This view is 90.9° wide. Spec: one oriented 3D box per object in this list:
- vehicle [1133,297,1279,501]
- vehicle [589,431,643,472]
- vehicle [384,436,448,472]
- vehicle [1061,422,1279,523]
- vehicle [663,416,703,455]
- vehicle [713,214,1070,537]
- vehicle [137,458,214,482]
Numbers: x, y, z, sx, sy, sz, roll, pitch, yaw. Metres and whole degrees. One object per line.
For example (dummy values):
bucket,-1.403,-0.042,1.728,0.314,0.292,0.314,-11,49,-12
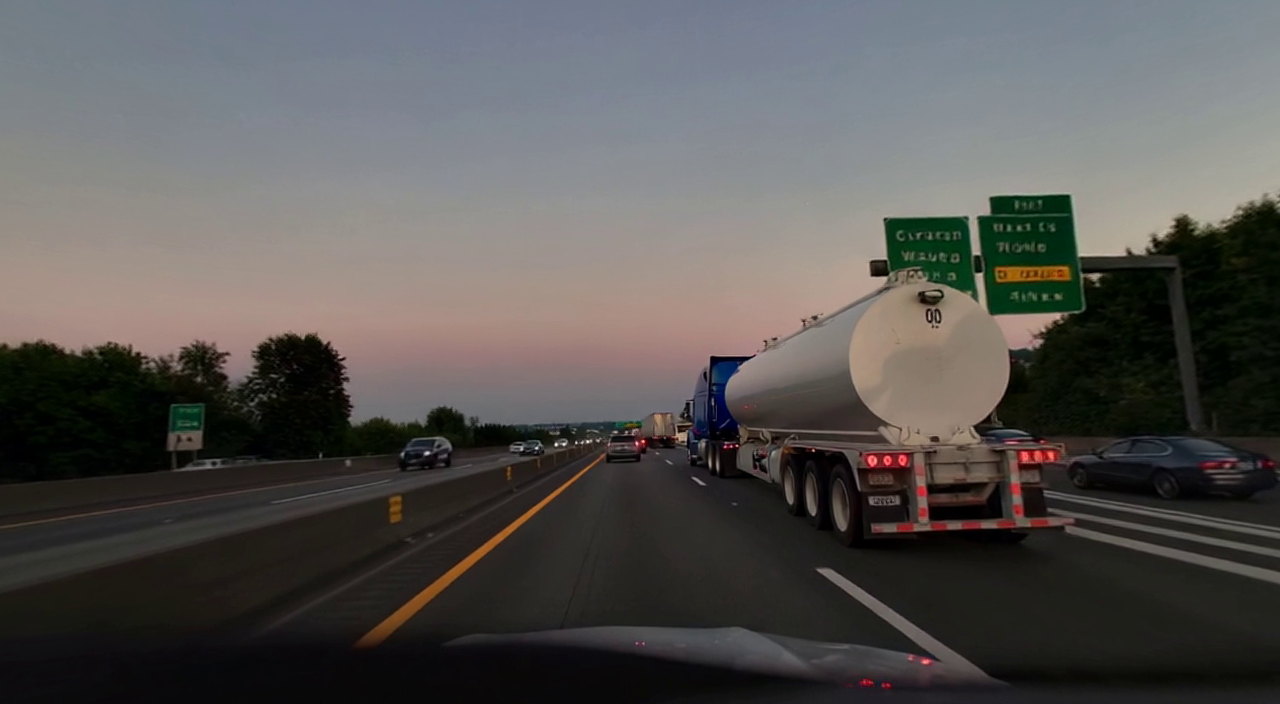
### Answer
vehicle,14.588,0.729,11.255,2.878,4.124,10.050,0,-8,-4
vehicle,-0.922,3.973,25.375,2.000,1.510,3.518,0,-8,-1
vehicle,-12.930,5.891,36.789,2.065,1.948,4.720,0,-8,-1
vehicle,9.855,2.053,11.349,1.739,1.471,3.889,0,-8,-2
vehicle,3.200,6.345,47.890,2.475,2.782,4.986,0,-8,-3
vehicle,3.522,0.850,12.228,2.826,3.905,9.262,0,-8,-2
vehicle,-35.134,8.888,47.759,1.846,1.553,4.238,-5,-9,34
